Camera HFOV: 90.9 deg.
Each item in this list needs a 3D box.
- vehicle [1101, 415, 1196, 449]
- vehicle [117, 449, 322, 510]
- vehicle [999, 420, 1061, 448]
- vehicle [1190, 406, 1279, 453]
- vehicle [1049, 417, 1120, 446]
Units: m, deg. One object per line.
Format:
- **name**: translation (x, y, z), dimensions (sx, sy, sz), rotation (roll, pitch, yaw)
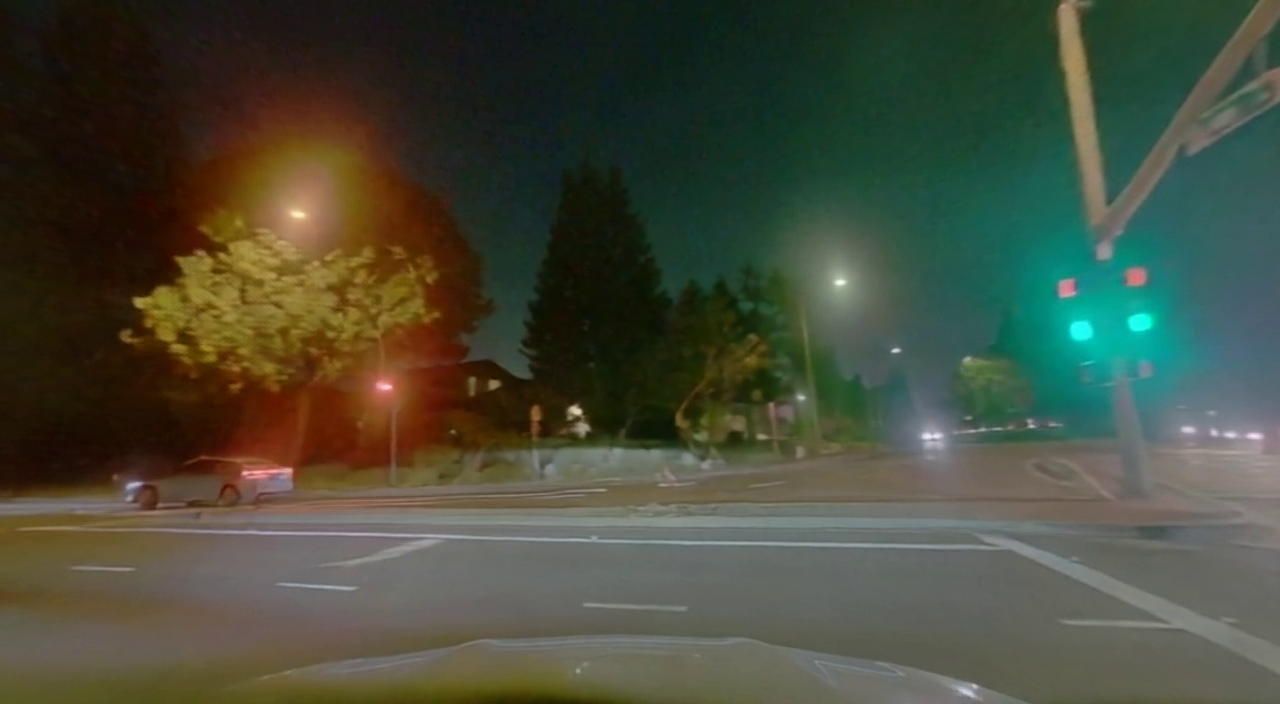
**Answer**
- **vehicle**: translation (27.767, 4.441, 34.643), dimensions (2.159, 1.734, 4.462), rotation (-2, -9, 12)
- **vehicle**: translation (-13.356, 4.047, 20.330), dimensions (4.995, 1.798, 2.102), rotation (0, -9, -3)
- **vehicle**: translation (25.379, 5.406, 41.175), dimensions (1.943, 1.702, 4.406), rotation (-2, -9, 11)
- **vehicle**: translation (26.364, 3.415, 27.245), dimensions (1.963, 1.850, 4.651), rotation (-3, -9, 16)
- **vehicle**: translation (29.496, 5.348, 41.996), dimensions (2.176, 1.750, 4.465), rotation (-2, -9, 12)
